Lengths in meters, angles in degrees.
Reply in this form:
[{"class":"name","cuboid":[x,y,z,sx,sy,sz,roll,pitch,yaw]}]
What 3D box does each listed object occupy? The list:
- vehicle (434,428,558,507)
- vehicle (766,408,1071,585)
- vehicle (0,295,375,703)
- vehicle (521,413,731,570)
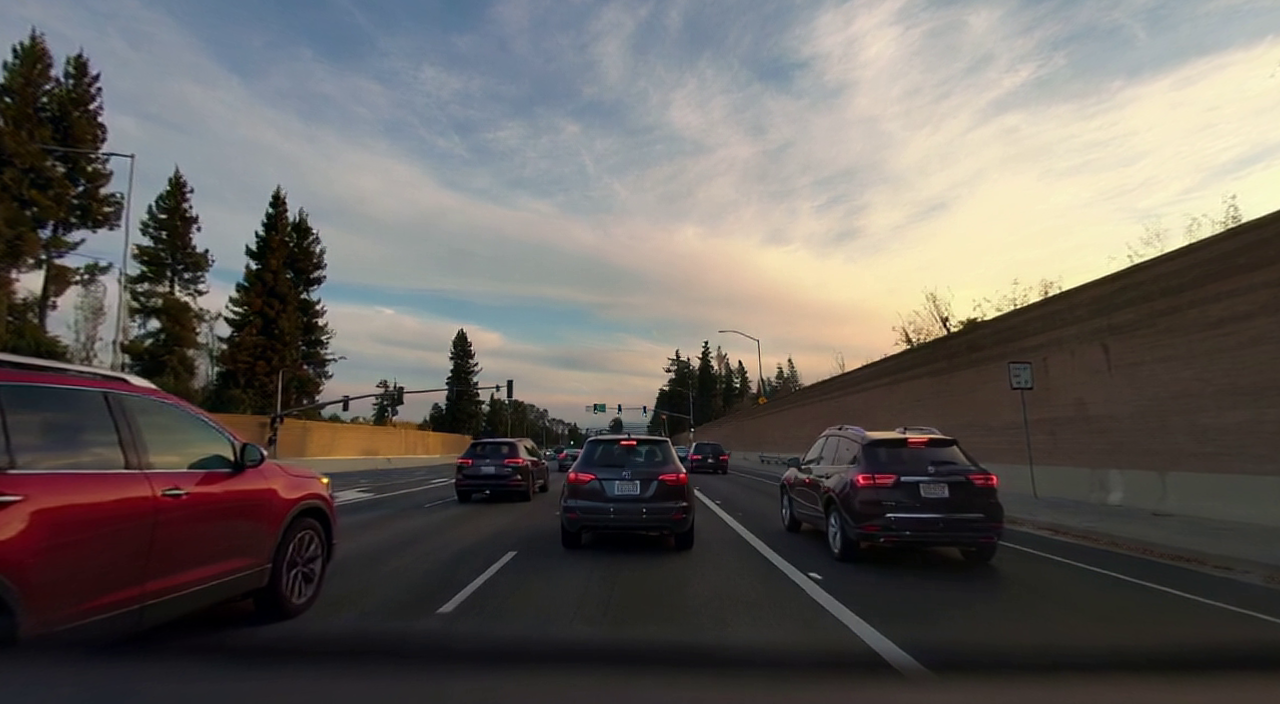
[{"class":"vehicle","cuboid":[-3.546,2.952,16.574,2.067,1.759,4.631,0,-8,1]},{"class":"vehicle","cuboid":[3.142,1.713,8.327,2.029,1.702,4.281,0,-8,0]},{"class":"vehicle","cuboid":[-3.537,0.912,3.605,2.070,1.913,4.450,0,-8,0]},{"class":"vehicle","cuboid":[-0.120,1.793,8.814,2.245,1.677,3.913,0,-8,1]}]
